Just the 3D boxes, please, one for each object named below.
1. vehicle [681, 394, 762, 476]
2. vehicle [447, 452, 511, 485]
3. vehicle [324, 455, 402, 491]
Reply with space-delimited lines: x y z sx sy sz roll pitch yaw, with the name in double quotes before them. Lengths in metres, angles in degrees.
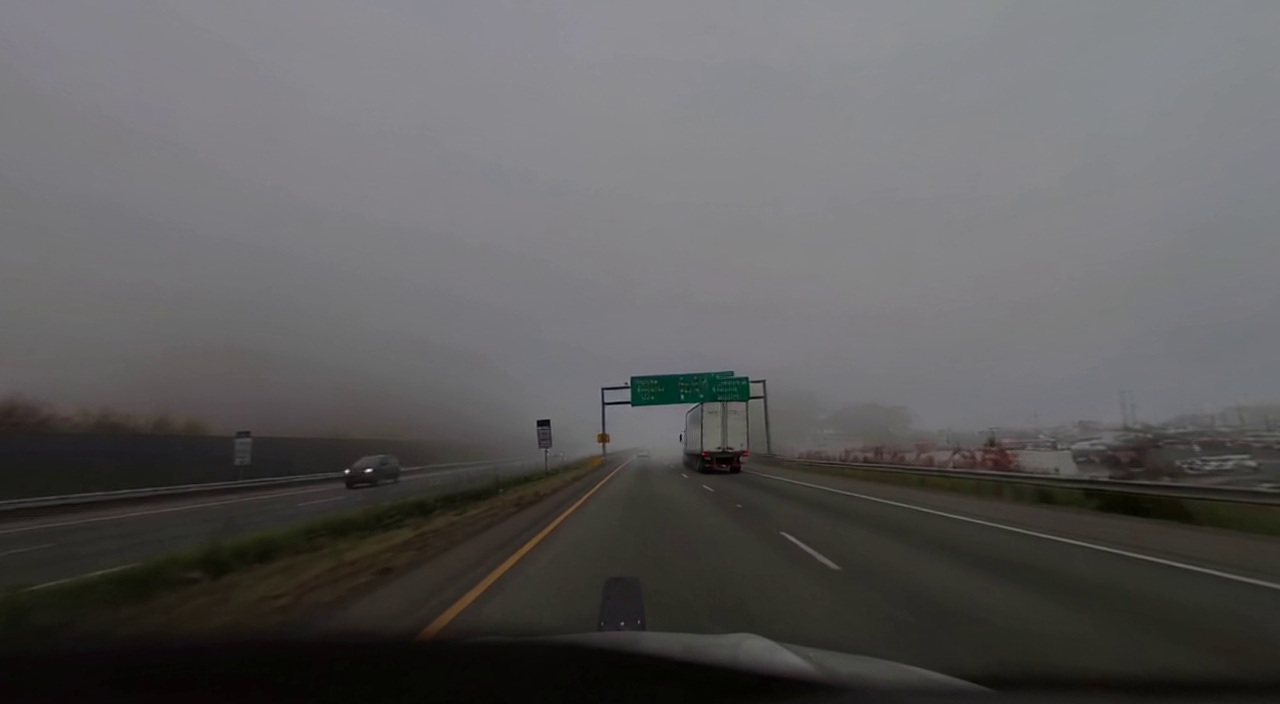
"vehicle" 4.458 5.118 38.068 3.038 4.047 13.741 0 -9 0
"vehicle" -7.962 5.803 31.587 2.007 1.466 4.320 0 -9 1
"vehicle" -13.170 5.780 30.294 1.868 1.531 4.082 0 -9 0
